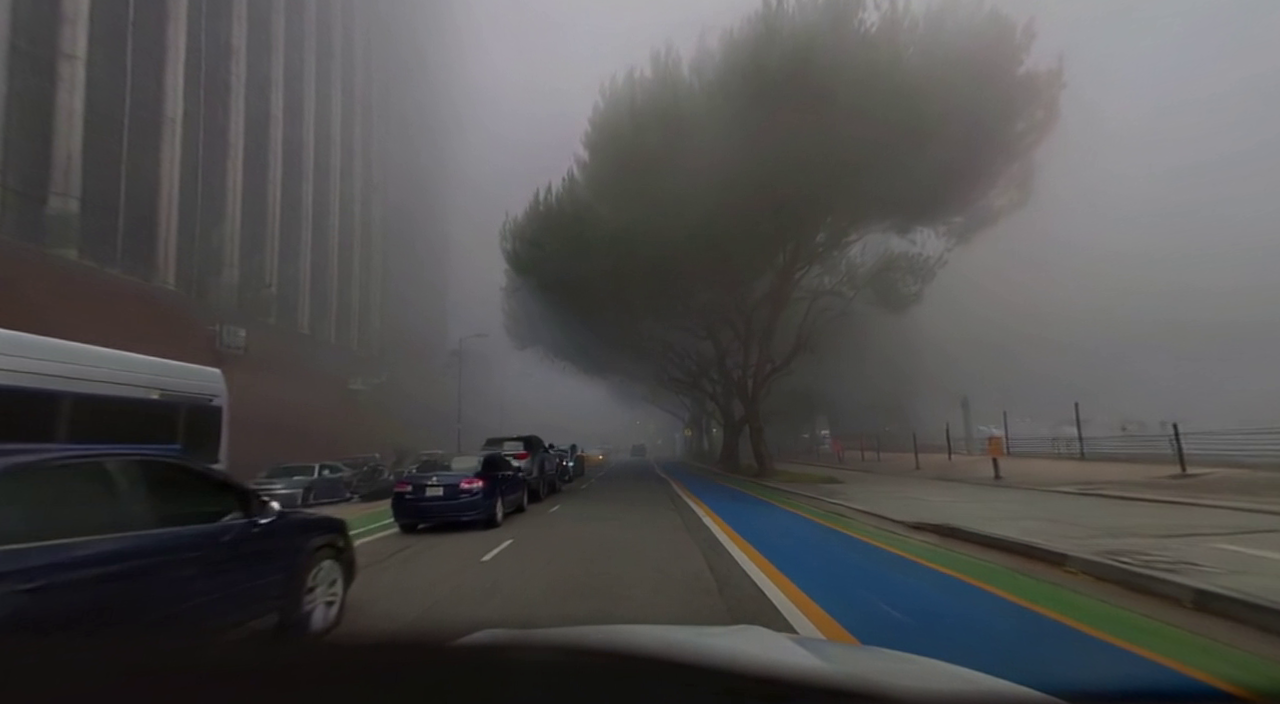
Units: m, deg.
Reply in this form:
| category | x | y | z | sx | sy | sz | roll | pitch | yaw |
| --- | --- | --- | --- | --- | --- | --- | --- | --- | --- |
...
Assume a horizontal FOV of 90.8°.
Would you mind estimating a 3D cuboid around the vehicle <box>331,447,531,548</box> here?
| category | x | y | z | sx | sy | sz | roll | pitch | yaw |
| --- | --- | --- | --- | --- | --- | --- | --- | --- | --- |
| vehicle | -3.605 | 2.581 | 12.031 | 2.127 | 1.514 | 4.617 | 0 | -8 | 1 |

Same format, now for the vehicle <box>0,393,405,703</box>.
| category | x | y | z | sx | sy | sz | roll | pitch | yaw |
| --- | --- | --- | --- | --- | --- | --- | --- | --- | --- |
| vehicle | -3.464 | 1.170 | 3.670 | 2.266 | 1.621 | 4.783 | 0 | -8 | 1 |
